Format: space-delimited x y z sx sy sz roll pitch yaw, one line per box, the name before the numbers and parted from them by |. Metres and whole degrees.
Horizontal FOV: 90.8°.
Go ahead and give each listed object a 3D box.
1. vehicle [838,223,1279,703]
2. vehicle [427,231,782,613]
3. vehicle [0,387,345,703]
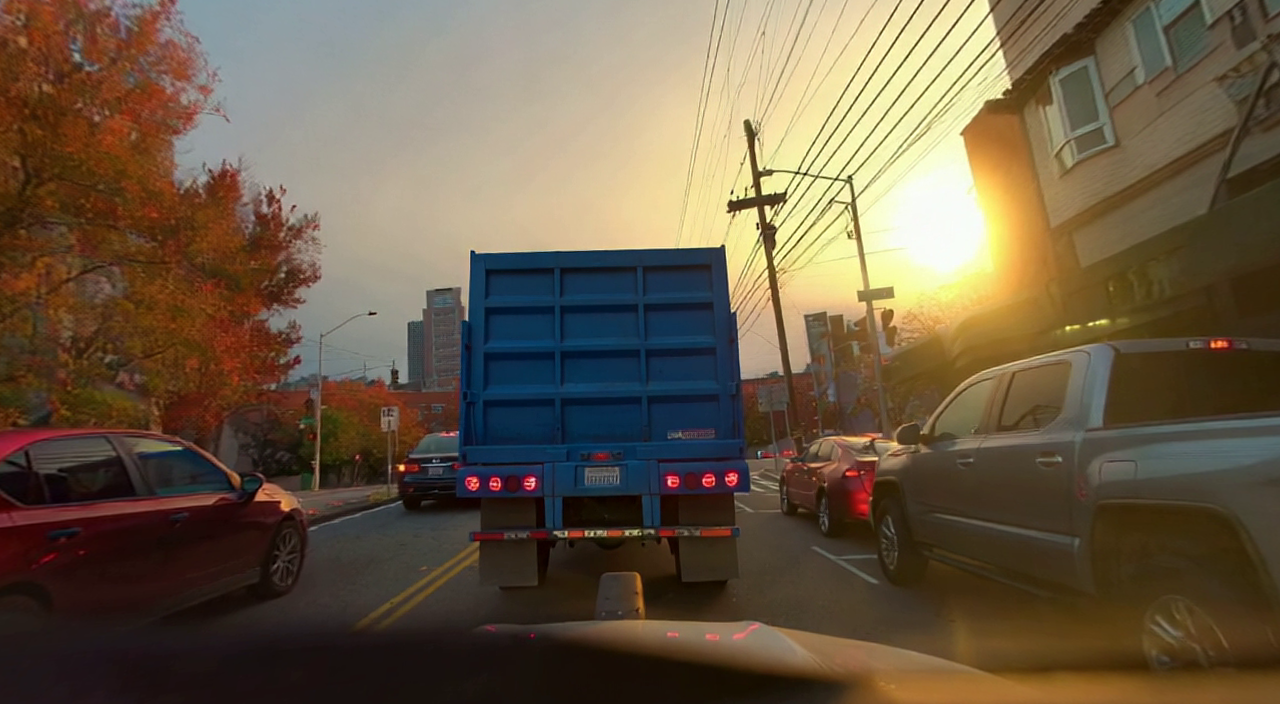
vehicle | 3.229 0.844 3.836 2.242 1.979 5.722 0 -8 1
vehicle | -0.245 1.134 9.423 2.878 3.204 8.244 0 -8 1
vehicle | -4.119 1.192 4.325 1.988 1.657 4.492 0 -8 0
